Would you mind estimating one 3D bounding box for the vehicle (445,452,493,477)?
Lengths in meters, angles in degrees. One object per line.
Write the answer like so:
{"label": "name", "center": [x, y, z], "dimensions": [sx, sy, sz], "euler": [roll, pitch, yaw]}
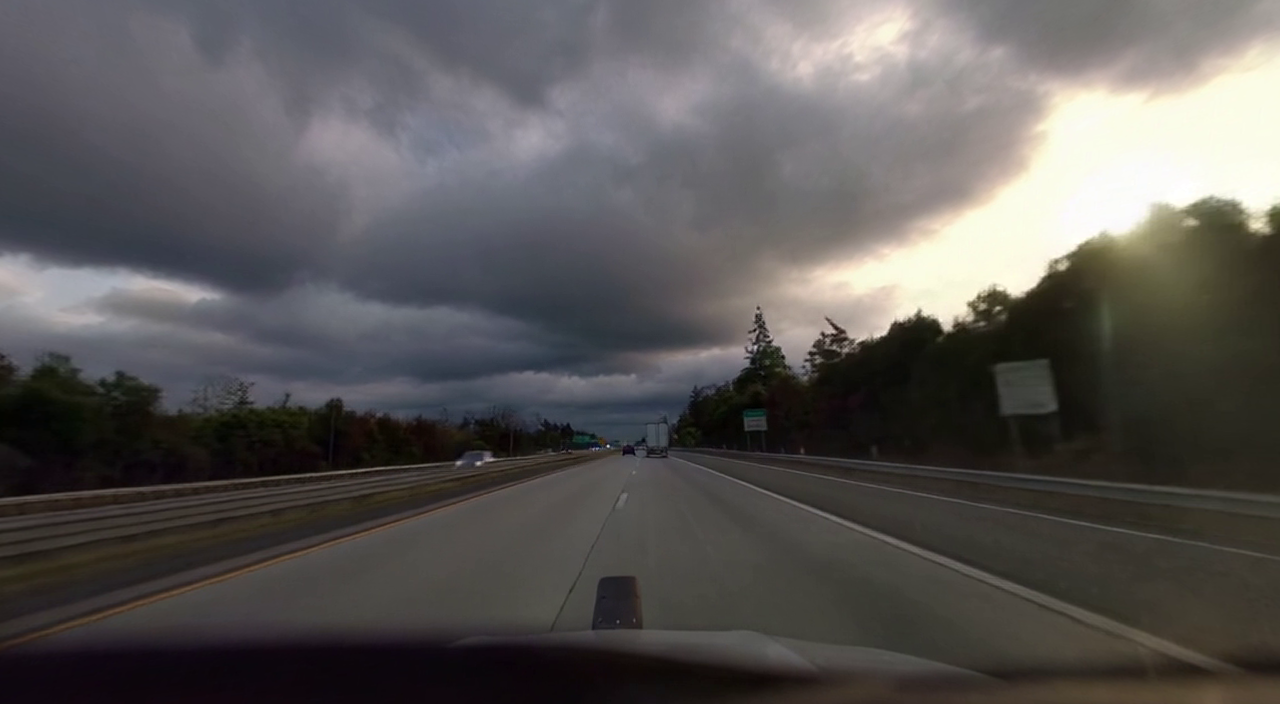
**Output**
{"label": "vehicle", "center": [-11.494, 7.567, 42.376], "dimensions": [1.955, 1.524, 4.390], "euler": [0, -9, 1]}
